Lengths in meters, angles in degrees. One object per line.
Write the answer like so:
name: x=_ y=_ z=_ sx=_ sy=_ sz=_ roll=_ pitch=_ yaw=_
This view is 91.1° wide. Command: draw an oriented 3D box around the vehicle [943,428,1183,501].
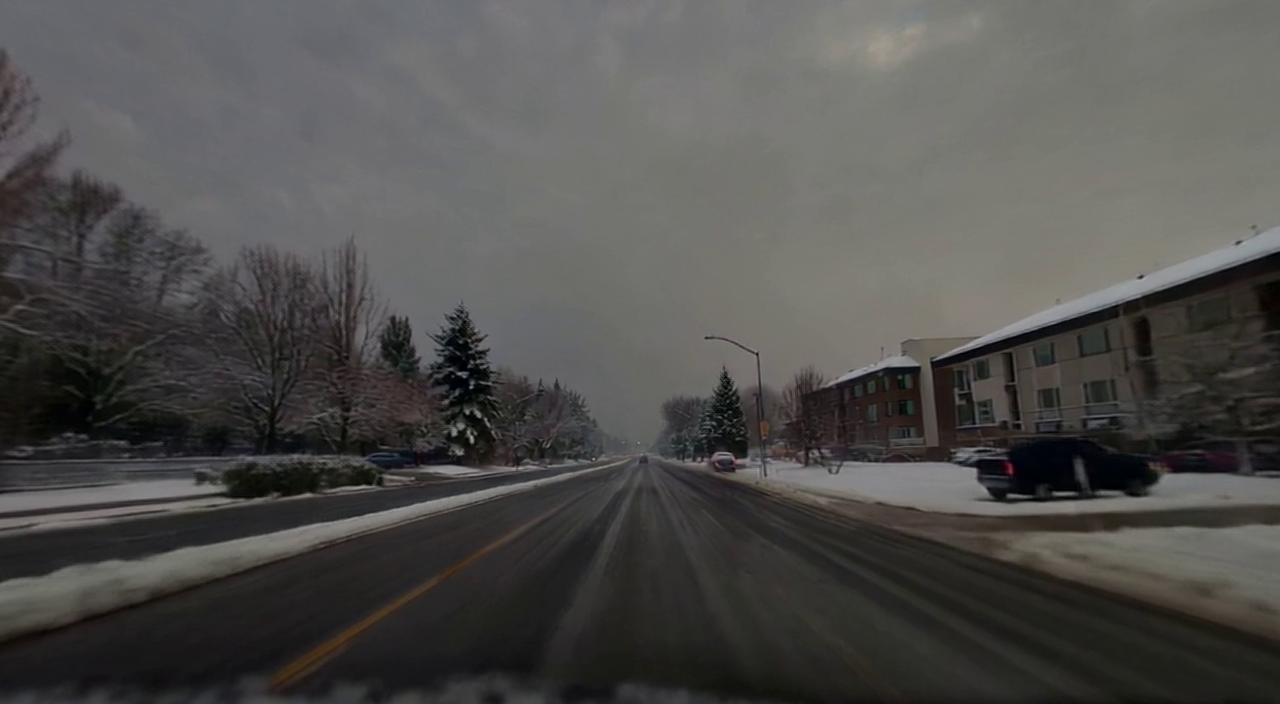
vehicle: x=11.269 y=3.030 z=17.060 sx=4.903 sy=1.831 sz=2.098 roll=0 pitch=-8 yaw=2
